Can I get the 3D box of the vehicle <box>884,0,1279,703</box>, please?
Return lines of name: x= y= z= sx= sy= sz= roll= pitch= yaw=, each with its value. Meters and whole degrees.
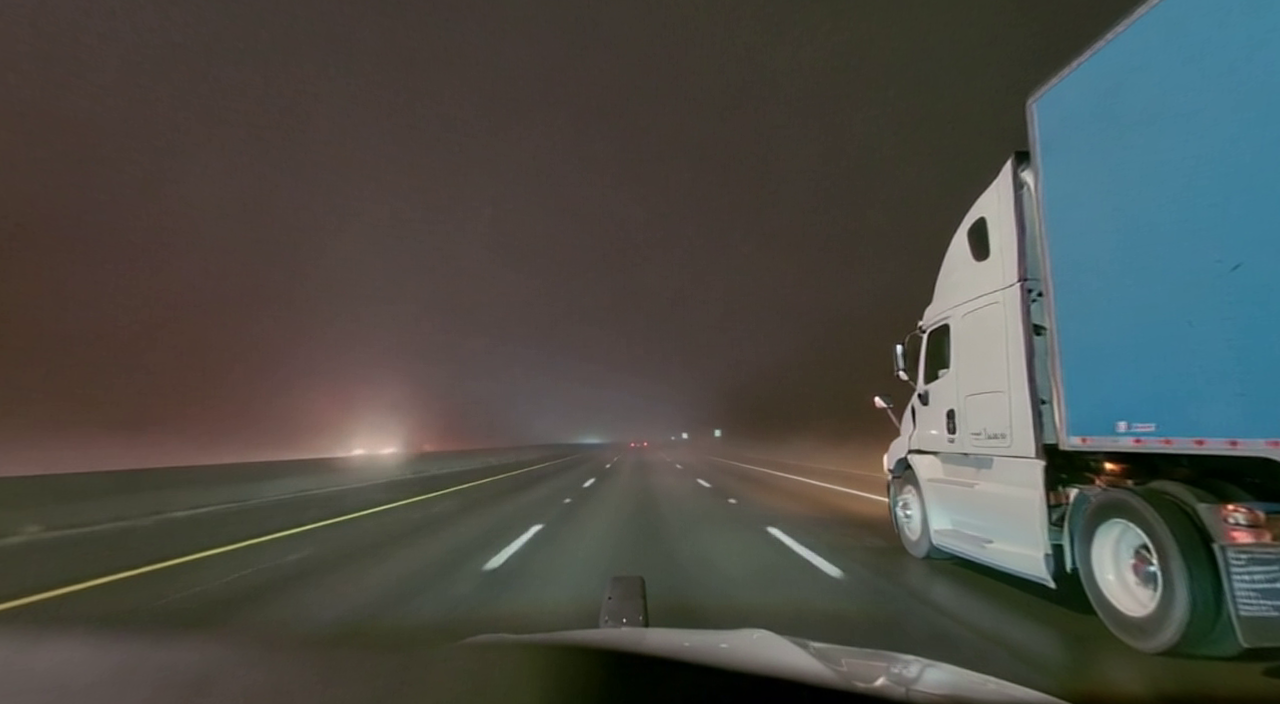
vehicle: x=4.031 y=-0.440 z=1.692 sx=3.012 sy=3.768 sz=8.945 roll=0 pitch=-8 yaw=-1

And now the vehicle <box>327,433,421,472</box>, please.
vehicle: x=-14.113 y=5.390 z=34.030 sx=2.495 sy=1.889 sz=5.742 roll=0 pitch=-8 yaw=1
